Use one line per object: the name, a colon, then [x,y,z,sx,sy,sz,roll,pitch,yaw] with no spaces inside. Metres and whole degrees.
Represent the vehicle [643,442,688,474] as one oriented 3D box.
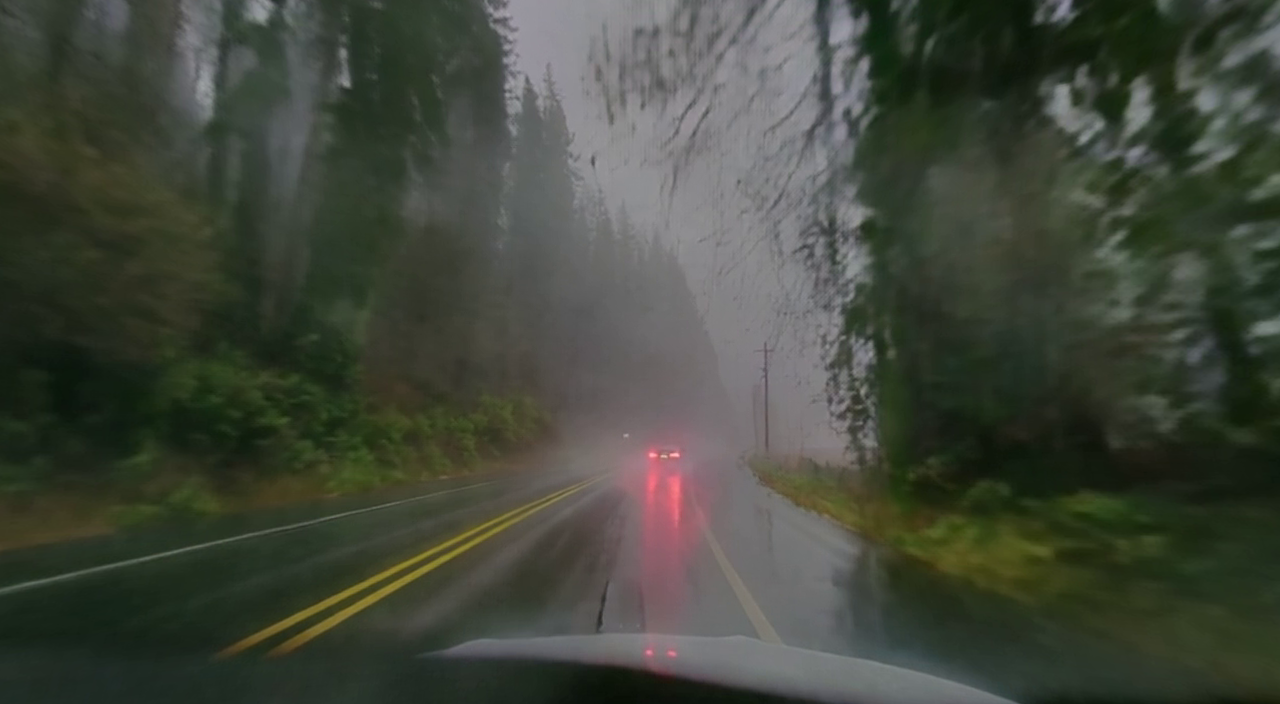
vehicle: [1.374,5.470,32.881,2.059,1.524,3.963,-1,-9,6]
